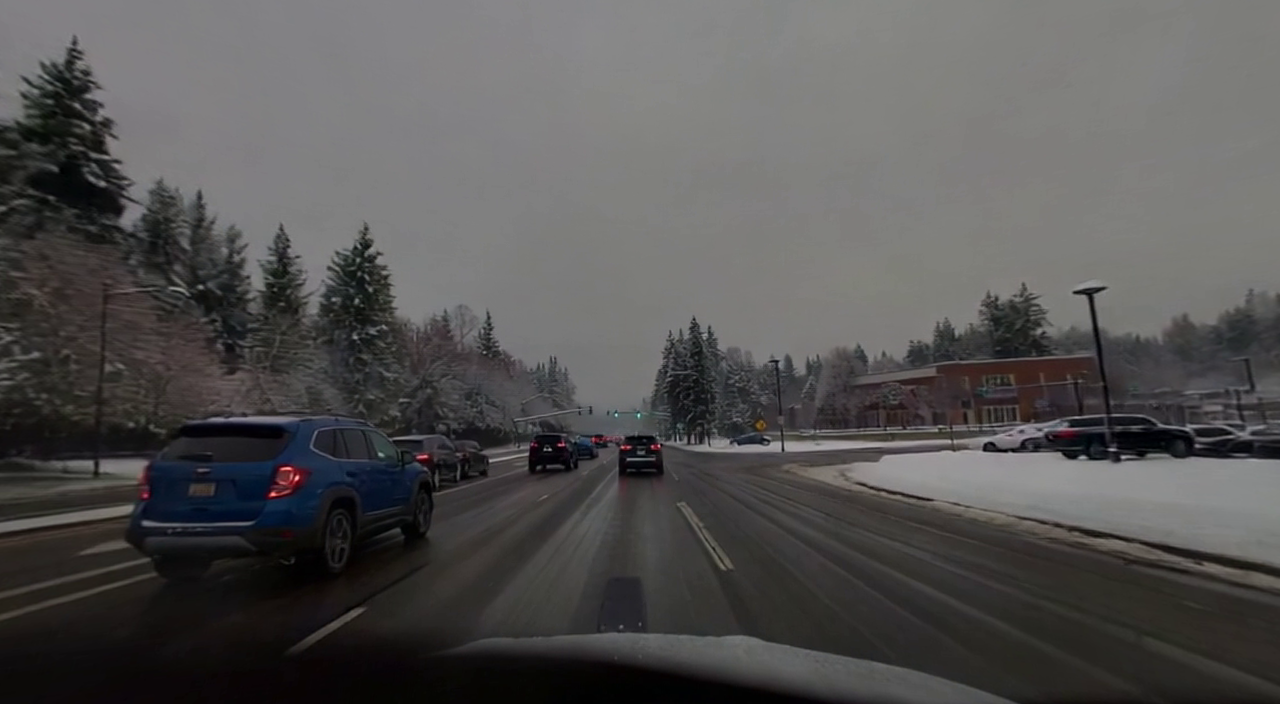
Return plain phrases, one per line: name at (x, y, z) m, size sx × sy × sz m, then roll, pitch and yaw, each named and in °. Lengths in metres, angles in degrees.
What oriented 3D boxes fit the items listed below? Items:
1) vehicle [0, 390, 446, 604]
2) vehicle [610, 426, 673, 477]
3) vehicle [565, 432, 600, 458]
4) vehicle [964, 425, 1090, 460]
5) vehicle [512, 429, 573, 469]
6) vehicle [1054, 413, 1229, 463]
vehicle at (-3.873, 1.421, 6.972) m, size 2.070 × 1.641 × 4.152 m, roll 0°, pitch -8°, yaw 0°
vehicle at (0.028, 3.552, 22.502) m, size 2.042 × 1.641 × 4.187 m, roll 0°, pitch -8°, yaw 0°
vehicle at (-4.052, 6.698, 45.251) m, size 2.047 × 1.810 × 4.414 m, roll 0°, pitch -8°, yaw 1°
vehicle at (16.874, 3.983, 27.545) m, size 1.857 × 1.369 × 4.219 m, roll 6°, pitch -10°, yaw -34°
vehicle at (-4.487, 4.568, 29.618) m, size 2.113 × 1.713 × 4.422 m, roll 0°, pitch -8°, yaw 0°
vehicle at (17.221, 2.987, 21.749) m, size 4.329 × 1.656 × 1.873 m, roll 0°, pitch -8°, yaw 2°
